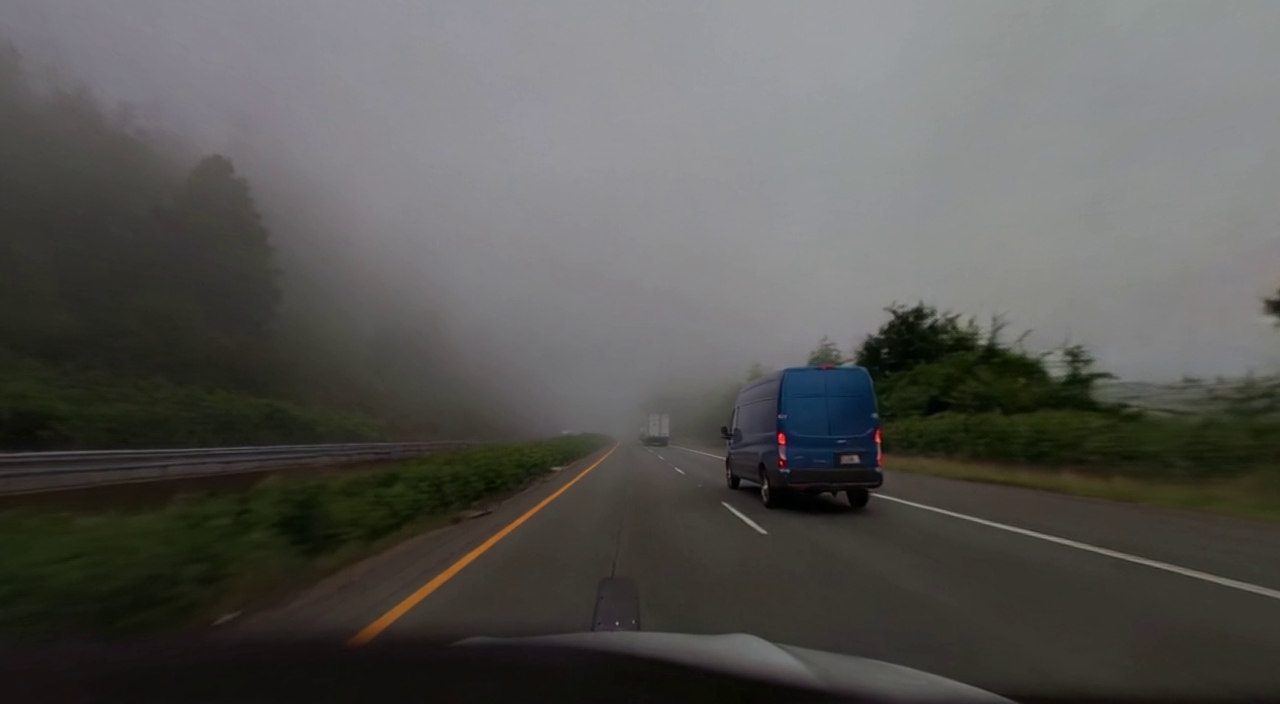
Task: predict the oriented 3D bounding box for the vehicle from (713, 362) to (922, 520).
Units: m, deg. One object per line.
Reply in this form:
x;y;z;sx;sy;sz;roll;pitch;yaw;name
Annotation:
3.283;1.873;13.520;2.570;2.596;6.082;0;-8;-1;vehicle
